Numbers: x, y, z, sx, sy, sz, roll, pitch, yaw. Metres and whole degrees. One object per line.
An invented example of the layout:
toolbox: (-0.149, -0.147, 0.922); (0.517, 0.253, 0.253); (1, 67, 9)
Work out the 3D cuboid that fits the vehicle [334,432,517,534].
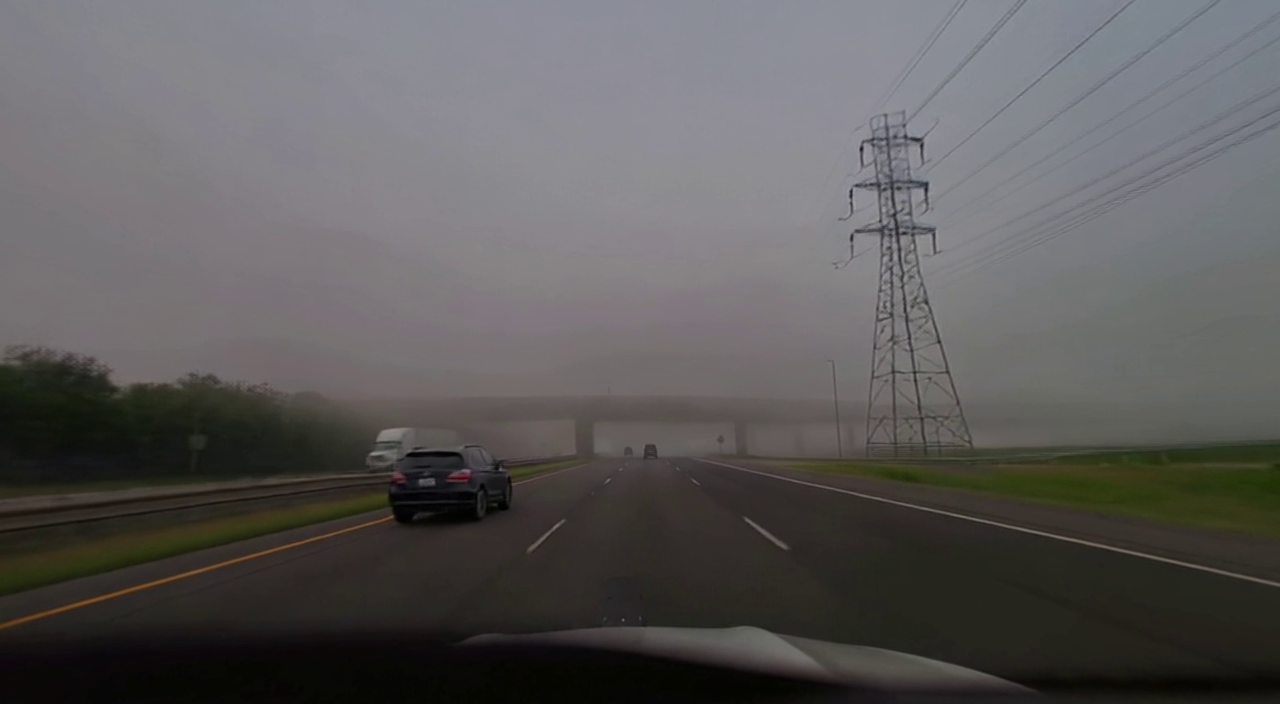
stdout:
vehicle: (-3.712, 2.344, 11.815); (1.924, 1.550, 4.165); (0, -9, 1)
